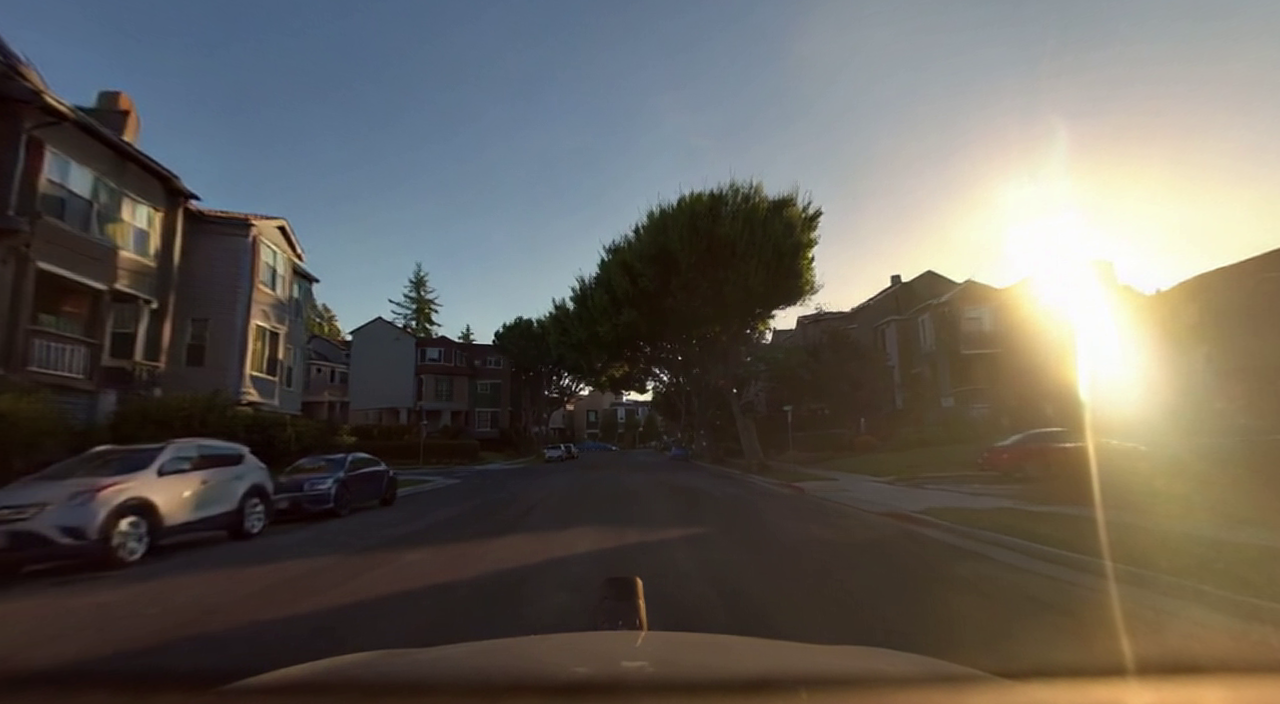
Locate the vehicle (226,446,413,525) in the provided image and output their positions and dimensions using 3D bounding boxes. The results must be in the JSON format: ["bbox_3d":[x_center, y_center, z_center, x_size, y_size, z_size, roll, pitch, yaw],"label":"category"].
[{"bbox_3d":[-7.208,3.016,14.863,1.912,1.466,4.754,-2,-9,1],"label":"vehicle"}]

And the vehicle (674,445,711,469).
[{"bbox_3d":[3.417,6.915,41.735,1.956,1.468,4.698,0,-9,-2],"label":"vehicle"}]

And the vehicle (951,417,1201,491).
[{"bbox_3d":[10.850,2.575,16.013,4.726,1.731,2.075,0,-9,3],"label":"vehicle"}]

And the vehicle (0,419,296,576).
[{"bbox_3d":[-7.446,2.066,9.455,2.136,1.758,4.297,-2,-10,-1],"label":"vehicle"}]

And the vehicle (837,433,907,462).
[{"bbox_3d":[13.151,5.488,36.074,2.068,1.522,4.810,0,-9,-2],"label":"vehicle"}]
